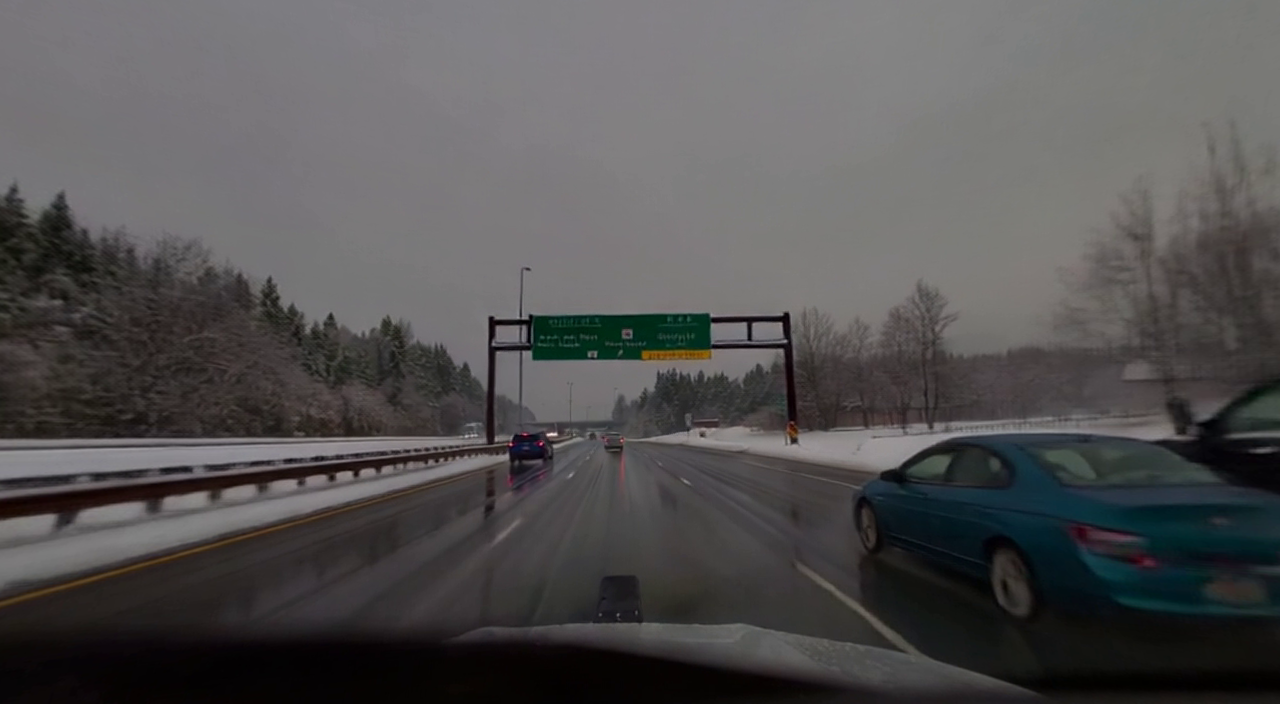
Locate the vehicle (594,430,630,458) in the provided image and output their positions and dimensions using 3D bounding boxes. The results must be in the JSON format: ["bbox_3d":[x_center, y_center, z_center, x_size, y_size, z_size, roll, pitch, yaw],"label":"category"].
[{"bbox_3d":[-1.714,5.796,39.791,2.159,1.690,3.720,0,-7,-2],"label":"vehicle"}]

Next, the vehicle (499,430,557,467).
[{"bbox_3d":[-5.132,4.484,29.456,2.100,1.590,4.077,0,-7,-2],"label":"vehicle"}]

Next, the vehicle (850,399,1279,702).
[{"bbox_3d":[3.808,1.347,5.736,2.033,1.576,4.691,0,-7,-2],"label":"vehicle"}]

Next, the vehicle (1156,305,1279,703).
[{"bbox_3d":[4.019,0.608,1.911,1.976,1.905,3.263,0,-7,-3],"label":"vehicle"}]
